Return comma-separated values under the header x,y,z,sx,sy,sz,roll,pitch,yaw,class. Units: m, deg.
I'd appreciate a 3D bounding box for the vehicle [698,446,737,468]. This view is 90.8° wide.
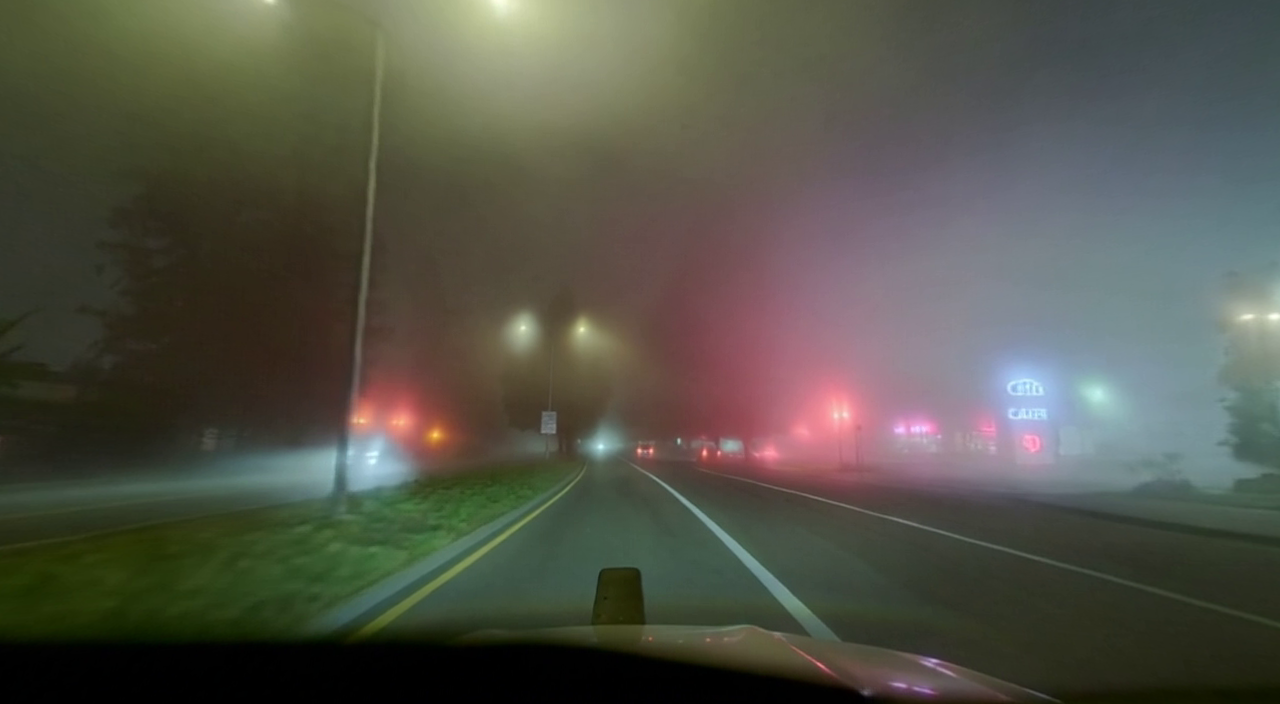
x,y,z,sx,sy,sz,roll,pitch,yaw,class
5.348,7.333,44.270,1.876,1.474,4.126,1,-9,-5,vehicle

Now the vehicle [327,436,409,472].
x,y,z,sx,sy,sz,roll,pitch,yaw,class
-14.577,5.509,34.205,2.058,1.770,5.291,0,-9,0,vehicle
